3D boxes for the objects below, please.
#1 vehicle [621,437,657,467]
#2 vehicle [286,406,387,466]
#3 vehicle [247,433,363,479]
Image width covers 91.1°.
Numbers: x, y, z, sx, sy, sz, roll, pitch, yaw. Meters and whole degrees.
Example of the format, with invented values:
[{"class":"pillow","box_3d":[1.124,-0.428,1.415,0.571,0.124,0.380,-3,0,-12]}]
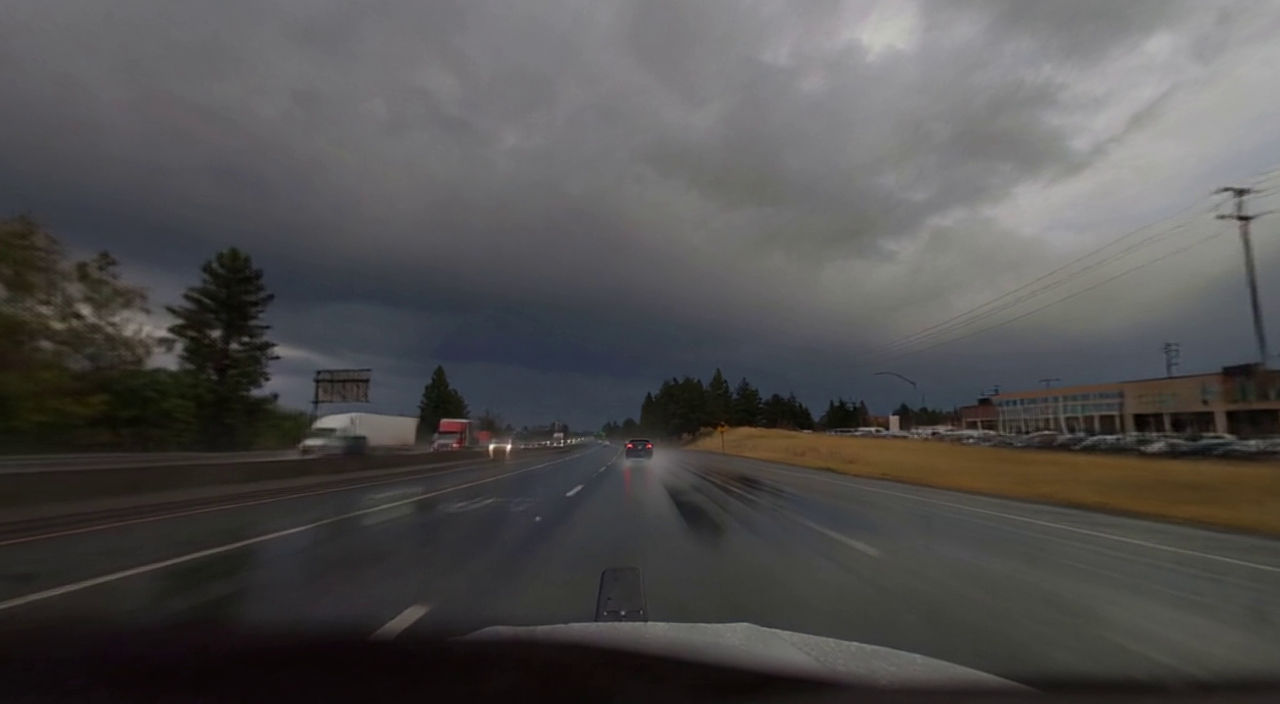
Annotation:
[{"class":"vehicle","box_3d":[-0.113,5.960,37.614,2.029,1.666,4.064,0,-8,-1]},{"class":"vehicle","box_3d":[-21.921,6.203,46.091,3.035,3.923,8.941,0,-8,-1]},{"class":"vehicle","box_3d":[-13.568,4.236,25.866,2.009,1.680,5.023,0,-8,0]}]
